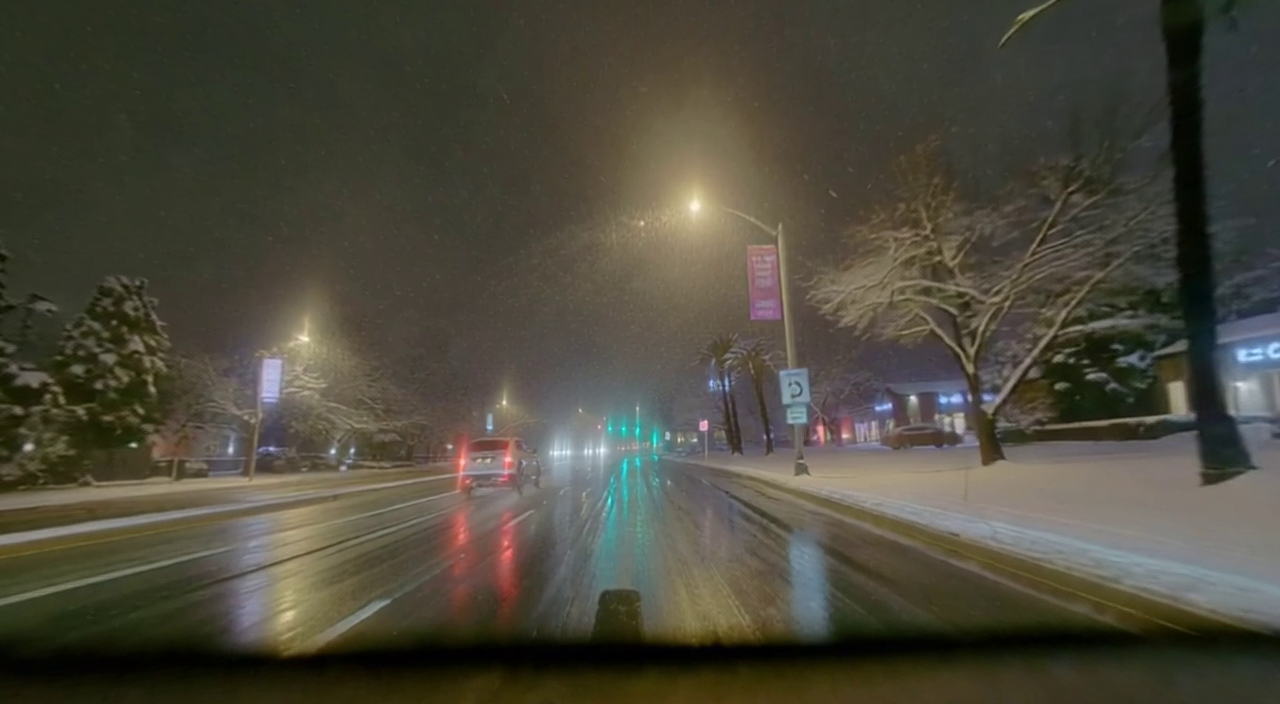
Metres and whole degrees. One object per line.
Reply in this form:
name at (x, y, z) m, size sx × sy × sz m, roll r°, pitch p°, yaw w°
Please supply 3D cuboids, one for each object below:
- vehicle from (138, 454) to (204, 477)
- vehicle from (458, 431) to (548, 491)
vehicle at (-34.856, 8.445, 46.903) m, size 1.867 × 1.568 × 4.132 m, roll 1°, pitch -8°, yaw -3°
vehicle at (-4.557, 3.704, 21.723) m, size 2.136 × 1.844 × 4.363 m, roll 0°, pitch -8°, yaw -1°
